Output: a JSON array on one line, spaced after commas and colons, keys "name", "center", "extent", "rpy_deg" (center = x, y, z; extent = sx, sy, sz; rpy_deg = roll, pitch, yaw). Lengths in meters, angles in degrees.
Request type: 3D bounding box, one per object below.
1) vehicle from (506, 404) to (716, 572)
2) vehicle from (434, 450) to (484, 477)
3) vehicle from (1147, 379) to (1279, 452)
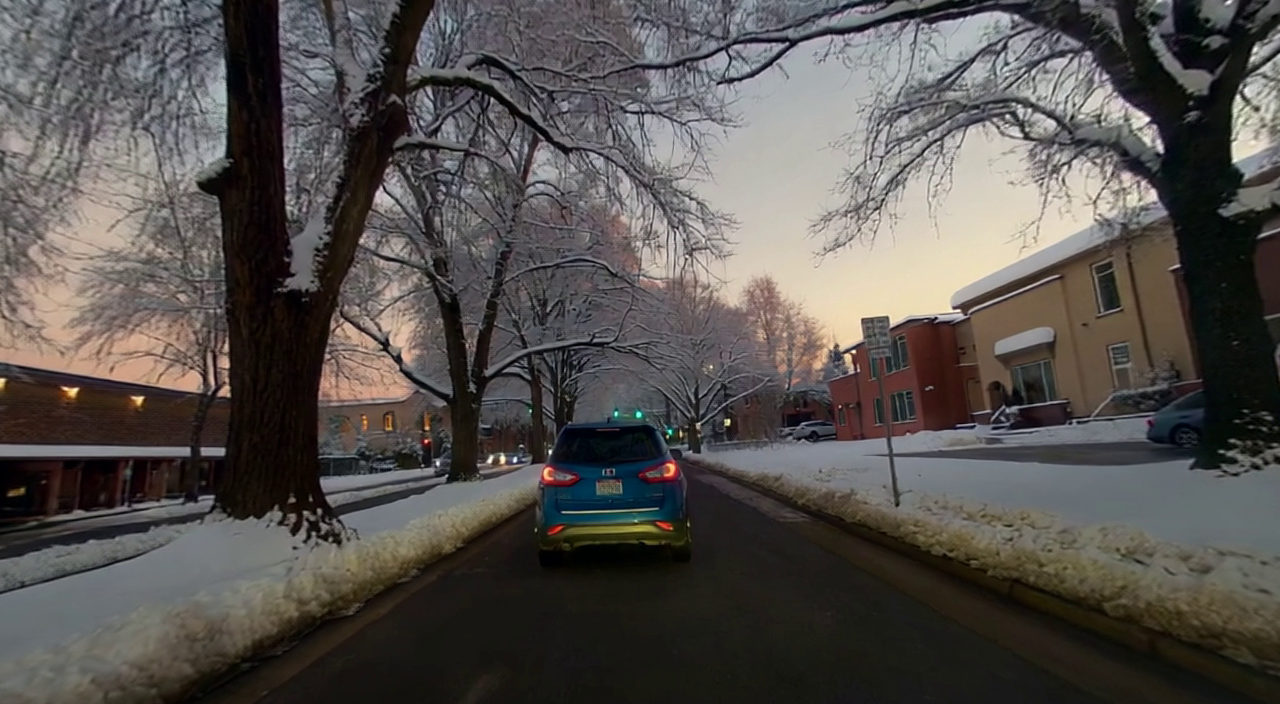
[{"name": "vehicle", "center": [-0.266, 1.686, 8.492], "extent": [2.136, 1.703, 3.910], "rpy_deg": [0, -8, 1]}, {"name": "vehicle", "center": [-12.214, 7.520, 42.875], "extent": [1.971, 1.718, 4.539], "rpy_deg": [0, -8, 1]}, {"name": "vehicle", "center": [13.849, 1.381, 13.516], "extent": [4.270, 1.486, 2.042], "rpy_deg": [-5, -10, 28]}]
